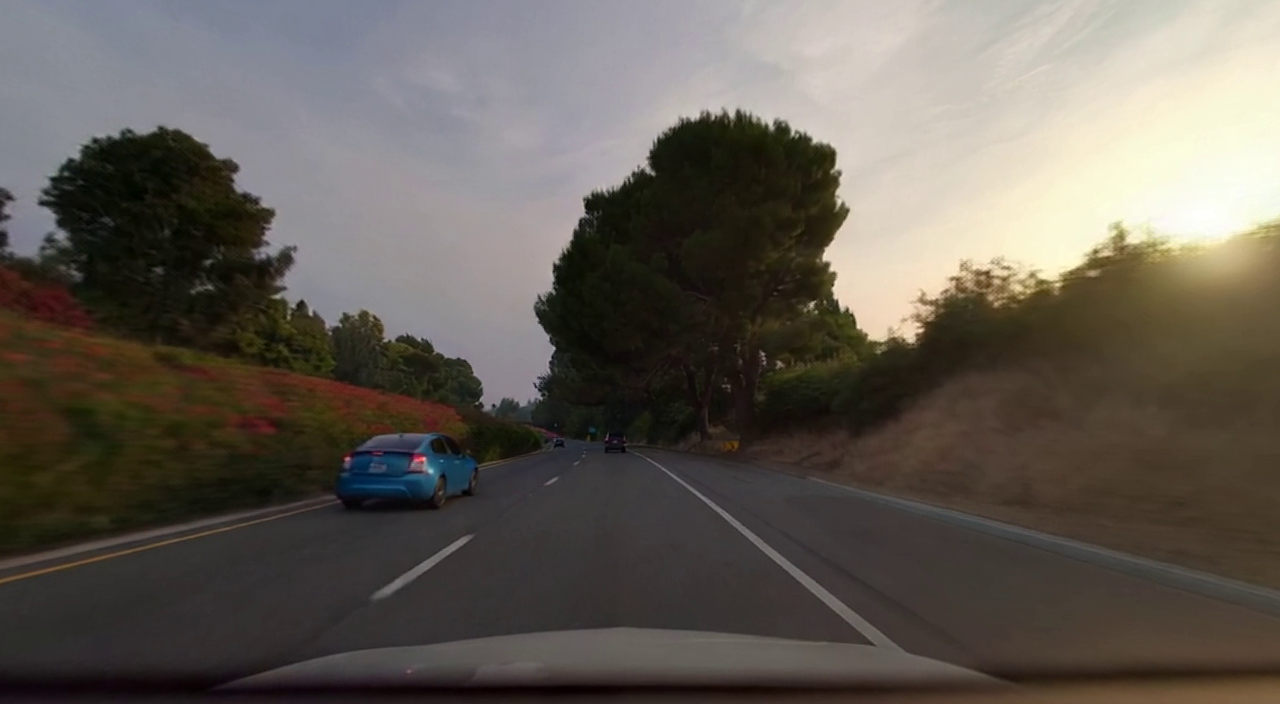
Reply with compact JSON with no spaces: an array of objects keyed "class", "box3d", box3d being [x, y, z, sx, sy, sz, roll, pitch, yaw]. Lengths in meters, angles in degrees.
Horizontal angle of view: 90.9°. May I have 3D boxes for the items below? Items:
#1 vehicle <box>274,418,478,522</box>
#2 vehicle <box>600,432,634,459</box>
[{"class":"vehicle","box3d":[-4.807,2.205,12.461,2.039,1.627,4.844,0,-8,-1]},{"class":"vehicle","box3d":[-1.491,5.841,39.638,2.041,1.618,3.898,0,-8,-4]}]
